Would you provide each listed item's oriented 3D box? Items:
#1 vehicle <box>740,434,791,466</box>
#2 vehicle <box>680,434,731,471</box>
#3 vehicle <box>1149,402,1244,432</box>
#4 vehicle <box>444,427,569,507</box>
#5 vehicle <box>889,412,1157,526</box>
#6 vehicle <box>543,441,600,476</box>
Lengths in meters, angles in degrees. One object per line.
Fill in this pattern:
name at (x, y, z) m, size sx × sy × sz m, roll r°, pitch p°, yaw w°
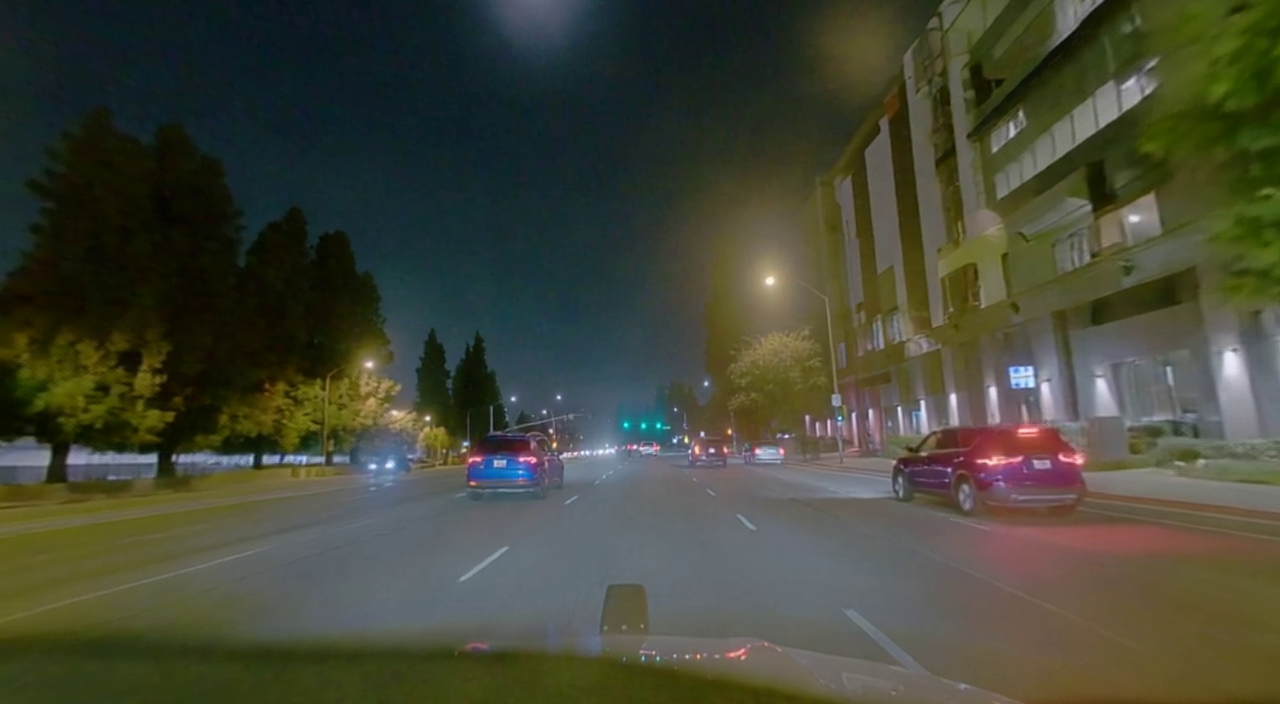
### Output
vehicle at (7.481, 5.922, 38.053) m, size 2.076 × 1.793 × 4.464 m, roll 0°, pitch -9°, yaw -1°
vehicle at (3.376, 5.292, 33.366) m, size 2.178 × 1.804 × 4.766 m, roll 0°, pitch -9°, yaw 0°
vehicle at (40.589, 4.836, 46.180) m, size 2.022 × 1.925 × 5.391 m, roll 0°, pitch -9°, yaw 0°
vehicle at (-3.174, 2.850, 16.028) m, size 2.141 × 1.719 × 4.379 m, roll -1°, pitch -9°, yaw 1°
vehicle at (6.586, 2.081, 11.662) m, size 2.088 × 1.666 × 4.512 m, roll 0°, pitch -9°, yaw 0°
vehicle at (-3.138, 4.977, 29.630) m, size 2.036 × 1.465 × 4.301 m, roll -1°, pitch -9°, yaw 2°
